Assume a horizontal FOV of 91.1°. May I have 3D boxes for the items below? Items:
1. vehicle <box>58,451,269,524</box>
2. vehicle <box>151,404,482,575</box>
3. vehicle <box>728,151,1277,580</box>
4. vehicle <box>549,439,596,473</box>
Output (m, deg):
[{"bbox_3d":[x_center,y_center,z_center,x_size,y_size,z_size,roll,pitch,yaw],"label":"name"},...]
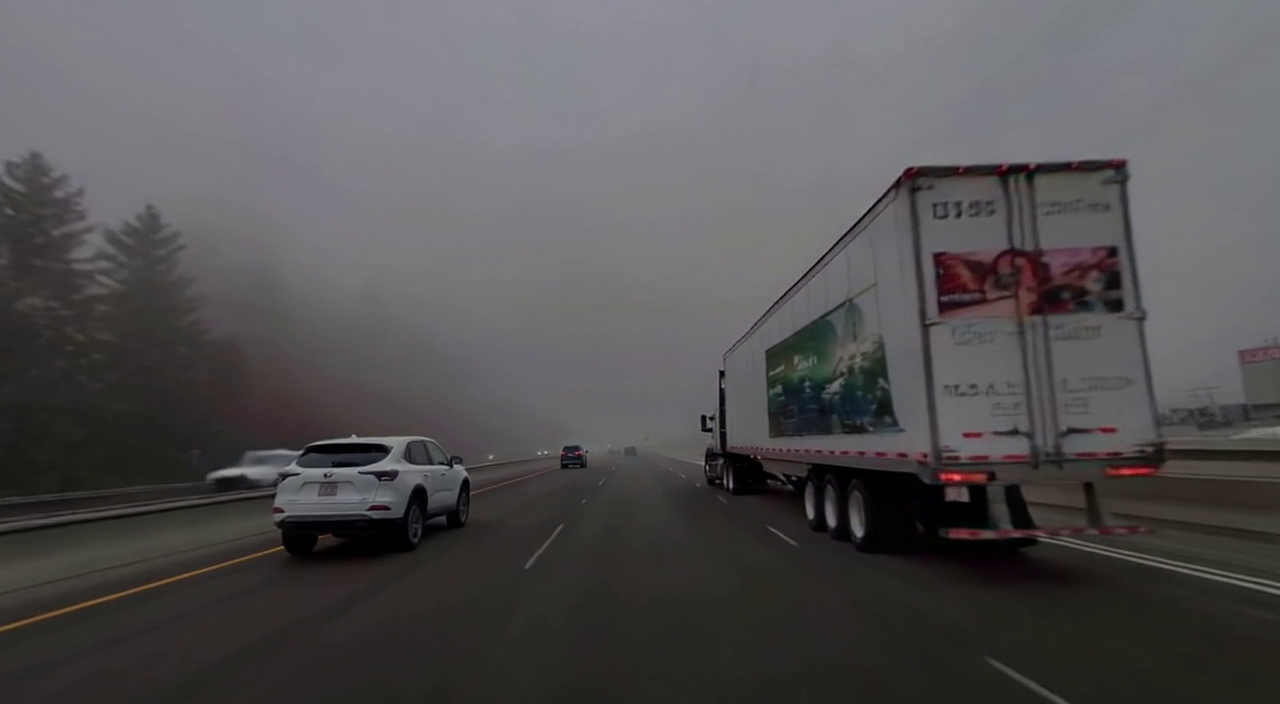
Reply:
[{"bbox_3d":[-12.367,3.498,16.819,2.173,1.625,4.459,0,-9,-1],"label":"vehicle"},{"bbox_3d":[-3.957,1.786,8.926,2.202,1.760,4.617,0,-9,0],"label":"vehicle"},{"bbox_3d":[4.401,1.069,13.042,2.998,4.236,13.886,0,-9,0],"label":"vehicle"},{"bbox_3d":[-3.684,5.764,35.084,2.139,1.716,4.530,0,-9,0],"label":"vehicle"}]
